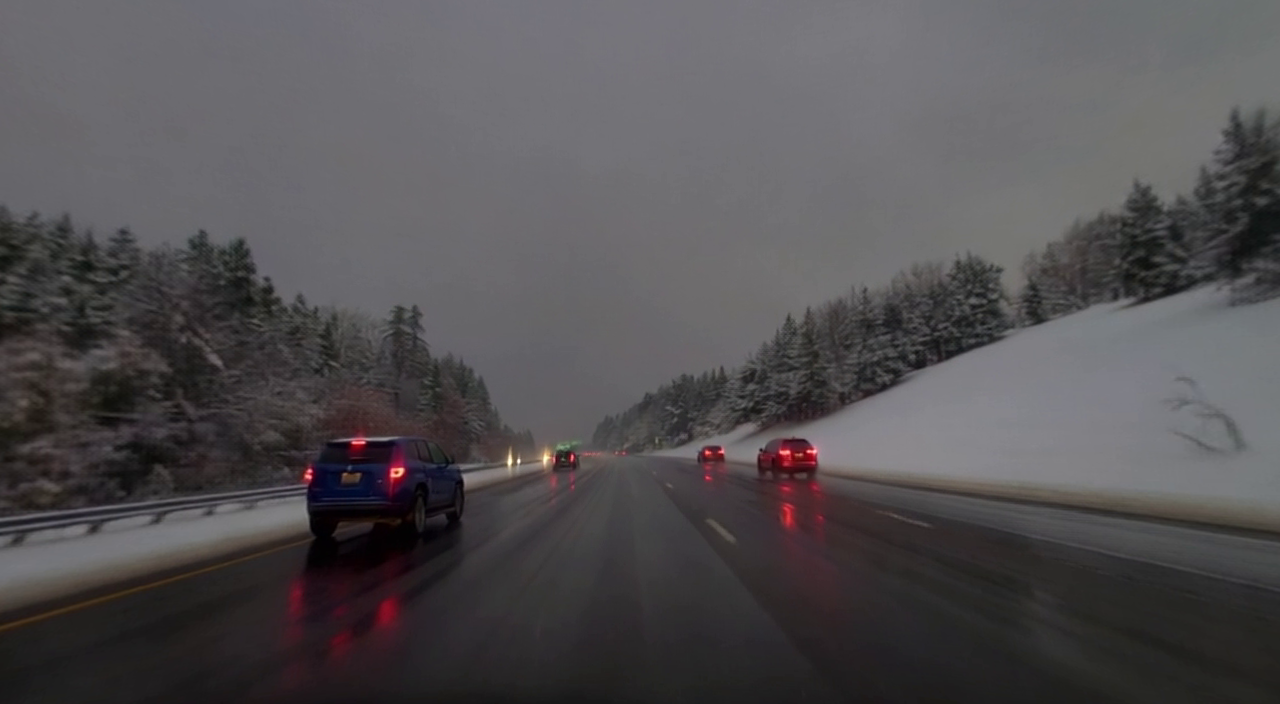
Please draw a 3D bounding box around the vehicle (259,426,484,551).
[{"bbox_3d":[-4.328,2.257,11.092,2.079,1.745,4.281,0,-9,0],"label":"vehicle"}]

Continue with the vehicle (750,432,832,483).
[{"bbox_3d":[6.782,4.822,29.032,2.378,2.096,5.119,0,-9,-1],"label":"vehicle"}]

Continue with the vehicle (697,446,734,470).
[{"bbox_3d":[5.829,8.225,49.042,2.107,1.732,4.527,0,-9,-3],"label":"vehicle"}]

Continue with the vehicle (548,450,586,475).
[{"bbox_3d":[-4.577,6.994,40.049,2.009,1.488,4.289,0,-9,-2],"label":"vehicle"}]
